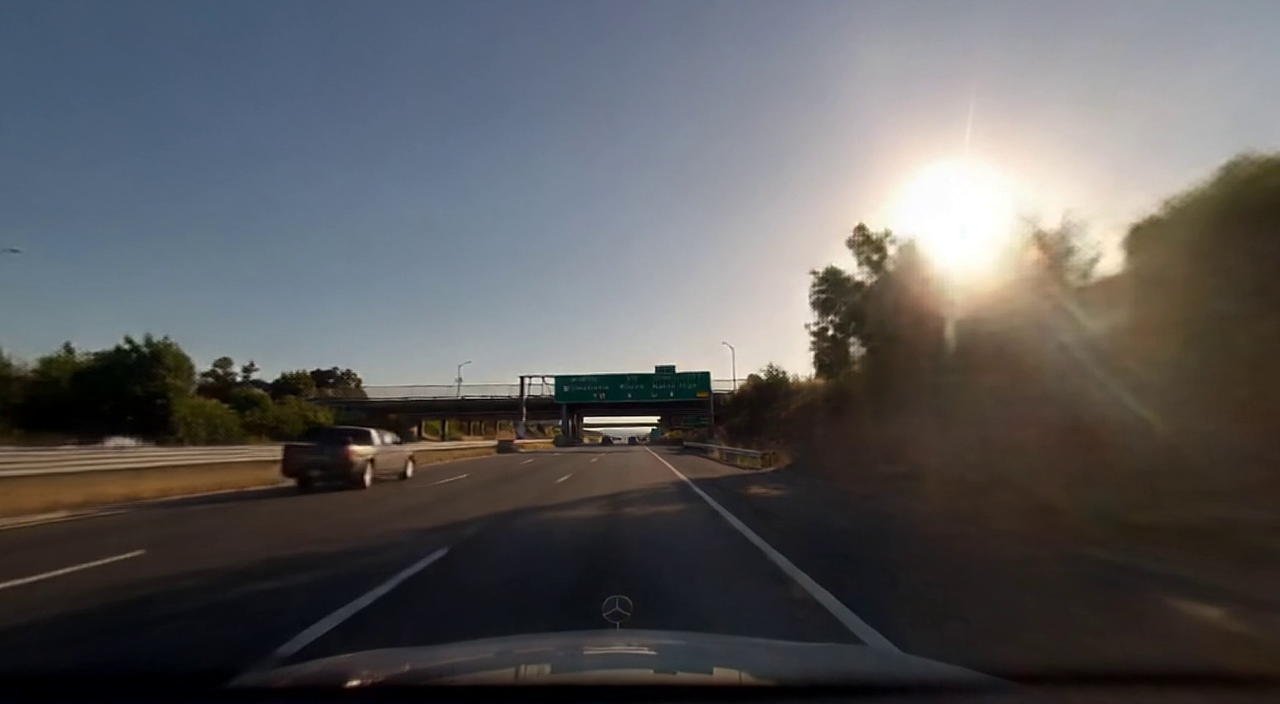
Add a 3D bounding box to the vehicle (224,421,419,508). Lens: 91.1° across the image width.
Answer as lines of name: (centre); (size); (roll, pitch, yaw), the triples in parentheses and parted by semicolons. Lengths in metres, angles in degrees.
vehicle: (-7.028, 2.511, 14.586); (2.111, 1.662, 4.630); (0, -8, 0)
